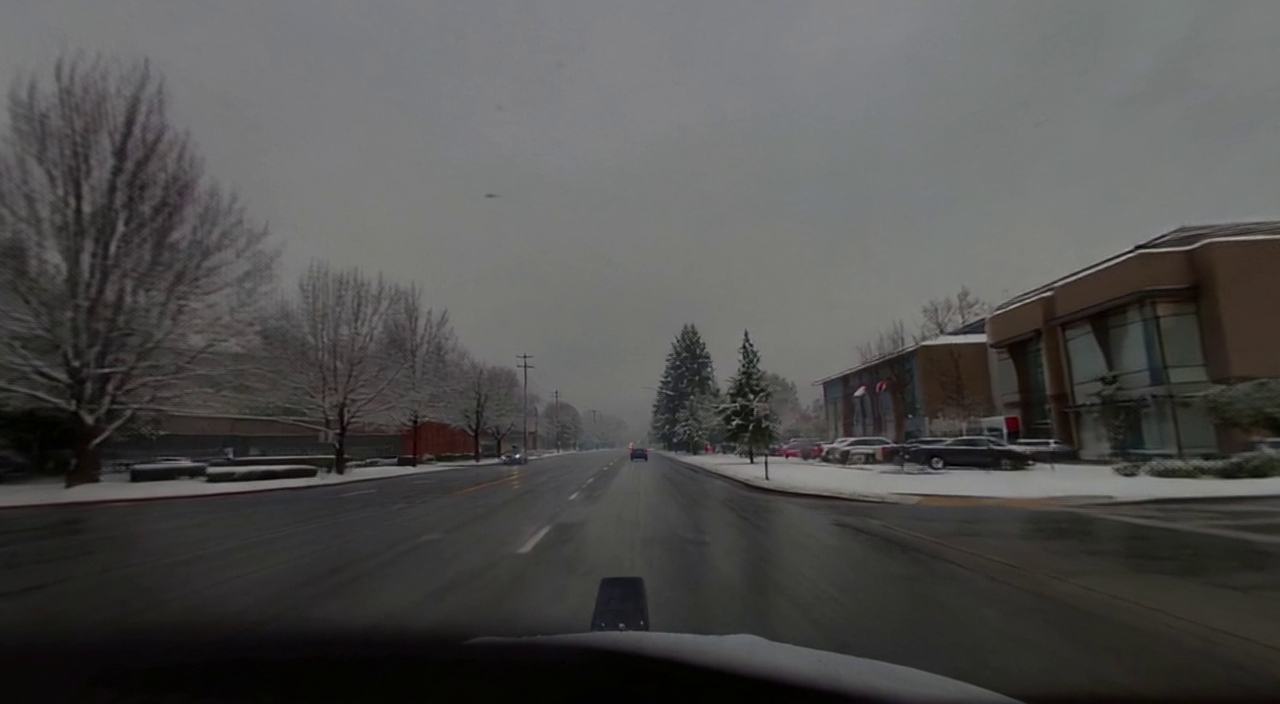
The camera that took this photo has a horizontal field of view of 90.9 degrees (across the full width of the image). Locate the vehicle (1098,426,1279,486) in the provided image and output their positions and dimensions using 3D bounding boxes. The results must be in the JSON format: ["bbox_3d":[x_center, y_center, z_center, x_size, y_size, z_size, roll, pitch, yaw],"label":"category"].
[{"bbox_3d":[18.482,3.479,21.362,1.991,1.682,4.877,-2,-8,-4],"label":"vehicle"}]

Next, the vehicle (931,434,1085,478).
[{"bbox_3d":[14.403,4.076,24.847,4.854,1.649,1.886,0,-9,-2],"label":"vehicle"}]
